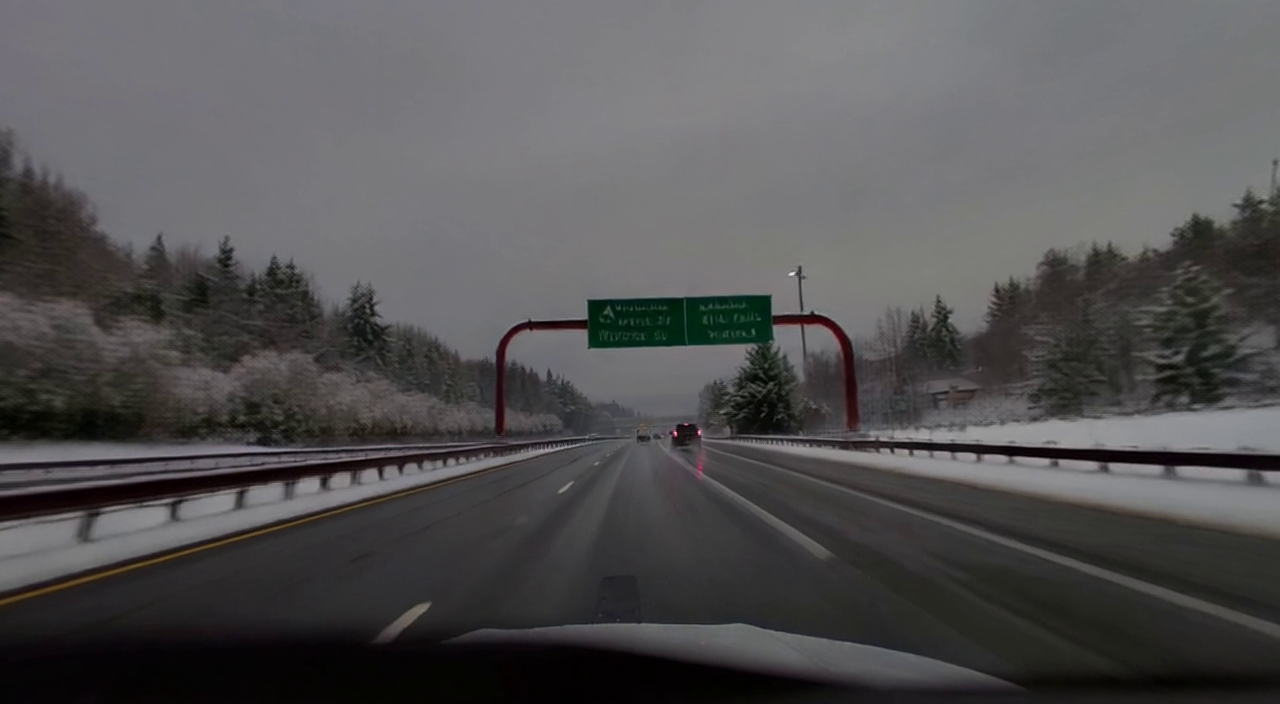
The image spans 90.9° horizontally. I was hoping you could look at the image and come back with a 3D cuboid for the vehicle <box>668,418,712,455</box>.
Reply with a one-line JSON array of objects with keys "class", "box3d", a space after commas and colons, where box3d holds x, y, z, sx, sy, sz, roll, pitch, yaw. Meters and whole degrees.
[{"class": "vehicle", "box3d": [3.271, 5.701, 42.487, 2.450, 2.314, 4.753, 0, -8, -1]}]
